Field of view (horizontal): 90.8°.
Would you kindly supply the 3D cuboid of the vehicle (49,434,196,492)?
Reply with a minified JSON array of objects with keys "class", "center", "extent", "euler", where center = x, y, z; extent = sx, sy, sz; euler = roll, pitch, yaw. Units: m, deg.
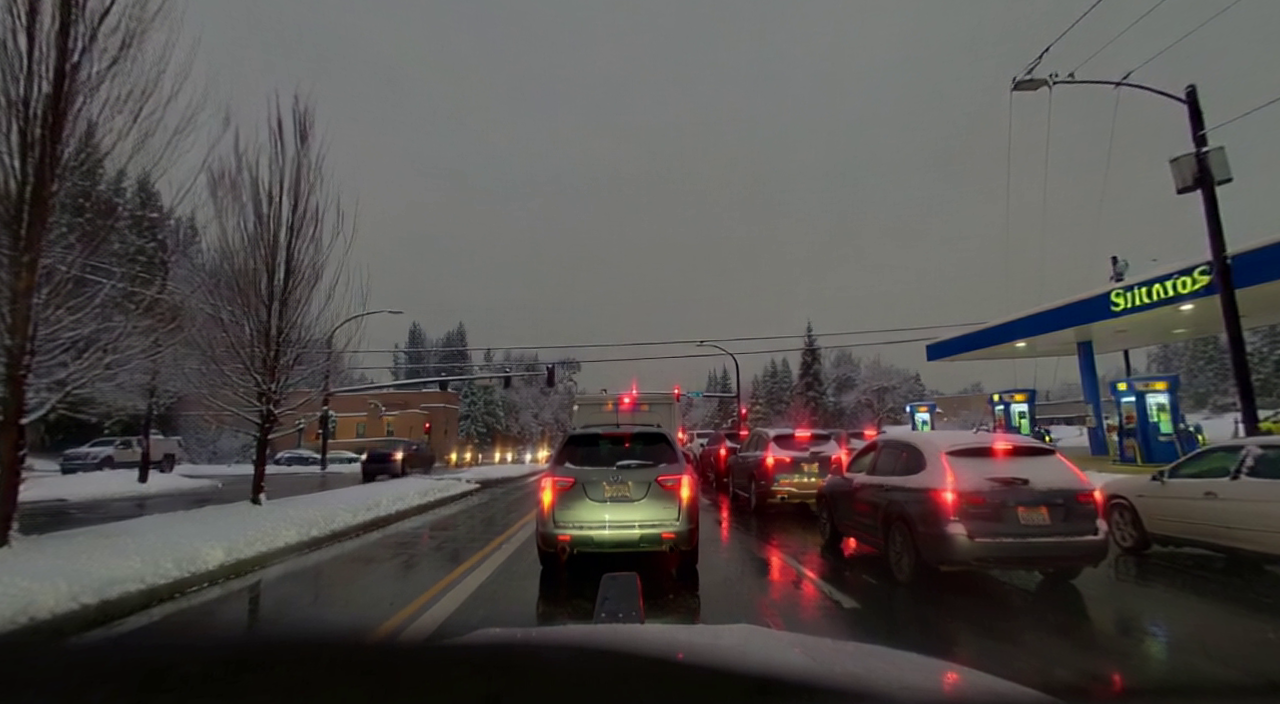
[{"class":"vehicle","center":[-26.943,5.780,33.305],"extent":[2.571,2.711,6.027],"euler":[0,-9,0]}]

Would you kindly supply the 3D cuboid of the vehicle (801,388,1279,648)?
[{"class":"vehicle","center":[3.362,1.424,6.473],"extent":[2.056,1.700,4.399],"euler":[0,-9,-3]}]

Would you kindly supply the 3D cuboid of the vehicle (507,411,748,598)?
[{"class":"vehicle","center":[-0.154,1.615,7.474],"extent":[2.106,1.613,3.697],"euler":[0,-9,-1]}]

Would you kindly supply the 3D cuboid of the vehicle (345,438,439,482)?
[{"class":"vehicle","center":[-11.022,4.835,28.572],"extent":[2.190,1.778,5.033],"euler":[0,-9,0]}]
